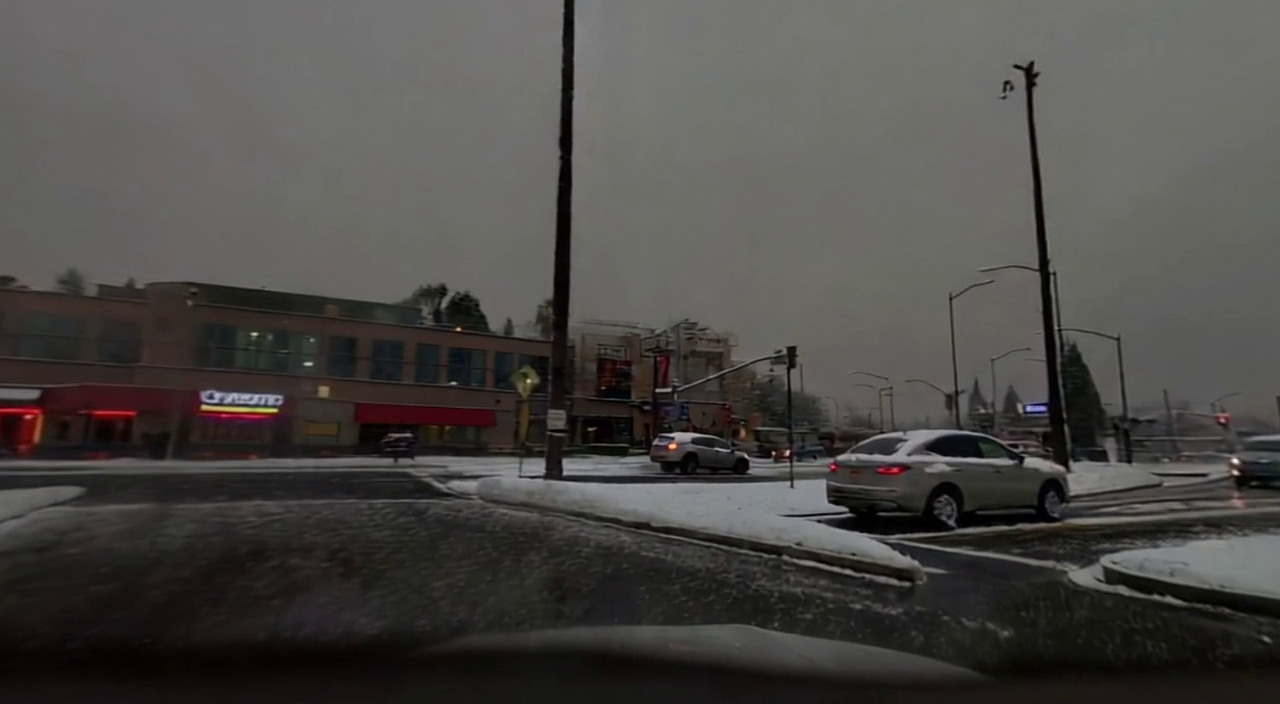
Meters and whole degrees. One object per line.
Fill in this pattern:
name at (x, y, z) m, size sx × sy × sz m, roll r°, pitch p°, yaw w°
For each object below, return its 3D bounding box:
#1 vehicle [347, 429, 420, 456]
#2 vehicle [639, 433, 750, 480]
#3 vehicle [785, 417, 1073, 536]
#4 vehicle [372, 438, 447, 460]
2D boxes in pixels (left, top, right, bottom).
vehicle at (-19.197, 6.817, 47.394) m, size 4.645 × 1.890 × 2.041 m, roll 6°, pitch -11°, yaw -36°
vehicle at (2.274, 4.281, 26.051) m, size 4.211 × 1.756 × 2.158 m, roll 6°, pitch -11°, yaw -37°
vehicle at (4.707, 2.020, 10.821) m, size 1.870 × 1.611 × 3.978 m, roll 7°, pitch -11°, yaw -38°
vehicle at (-15.764, 6.636, 43.236) m, size 4.411 × 1.391 × 1.837 m, roll 6°, pitch -11°, yaw -37°
